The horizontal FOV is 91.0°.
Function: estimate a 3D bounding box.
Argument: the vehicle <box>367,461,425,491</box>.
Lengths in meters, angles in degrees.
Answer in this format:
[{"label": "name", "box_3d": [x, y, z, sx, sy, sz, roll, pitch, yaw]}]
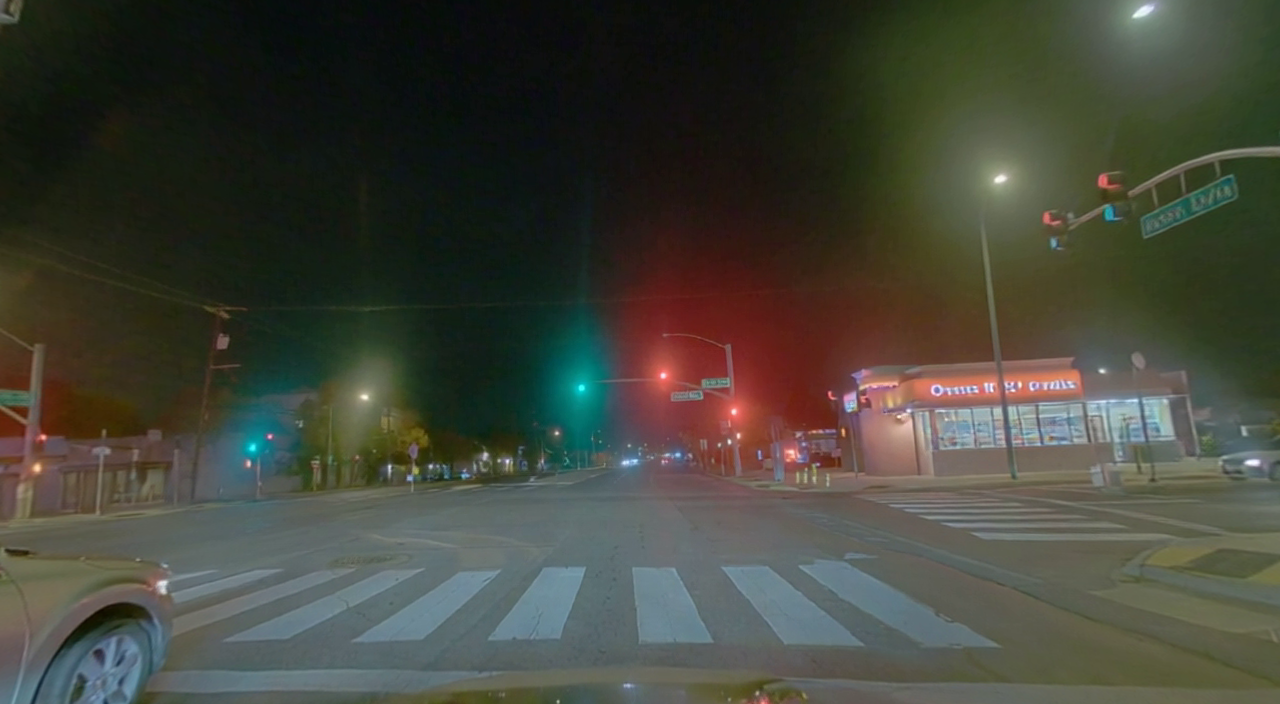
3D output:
[{"label": "vehicle", "box_3d": [-19.200, 9.755, 49.815, 2.227, 2.033, 5.614, 0, -9, 1]}]

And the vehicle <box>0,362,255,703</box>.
[{"label": "vehicle", "box_3d": [-3.412, 0.731, 1.404, 2.081, 1.644, 4.523, 0, -9, 2]}]

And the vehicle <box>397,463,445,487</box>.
[{"label": "vehicle", "box_3d": [-15.734, 8.832, 45.417, 1.931, 1.471, 4.152, 0, -9, 0]}]
